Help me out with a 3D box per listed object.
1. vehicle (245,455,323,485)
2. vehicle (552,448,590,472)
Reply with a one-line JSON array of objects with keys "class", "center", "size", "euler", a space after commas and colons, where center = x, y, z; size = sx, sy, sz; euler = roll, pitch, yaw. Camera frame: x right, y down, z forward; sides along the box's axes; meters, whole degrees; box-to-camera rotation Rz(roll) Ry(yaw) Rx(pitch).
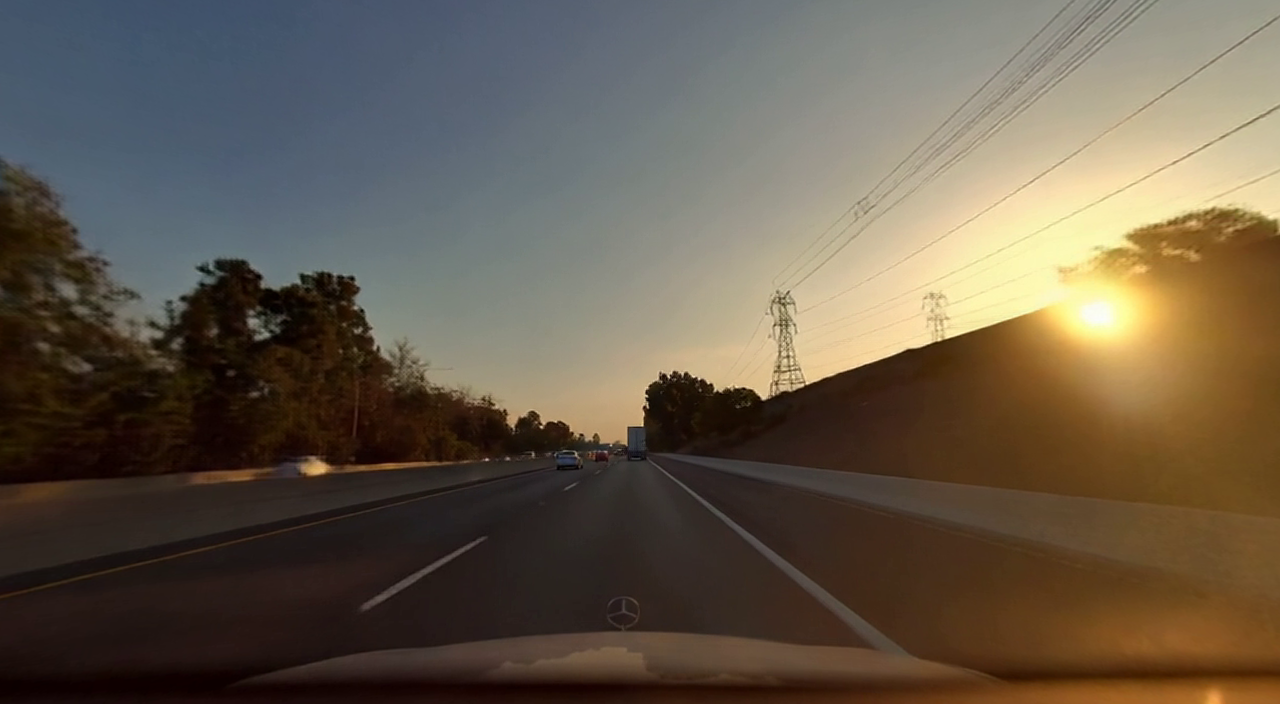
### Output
[{"class": "vehicle", "center": [-18.197, 6.026, 32.450], "size": [1.811, 1.460, 3.662], "euler": [0, -9, 0]}, {"class": "vehicle", "center": [-4.471, 7.084, 41.541], "size": [2.106, 1.445, 4.404], "euler": [0, -9, -1]}]
